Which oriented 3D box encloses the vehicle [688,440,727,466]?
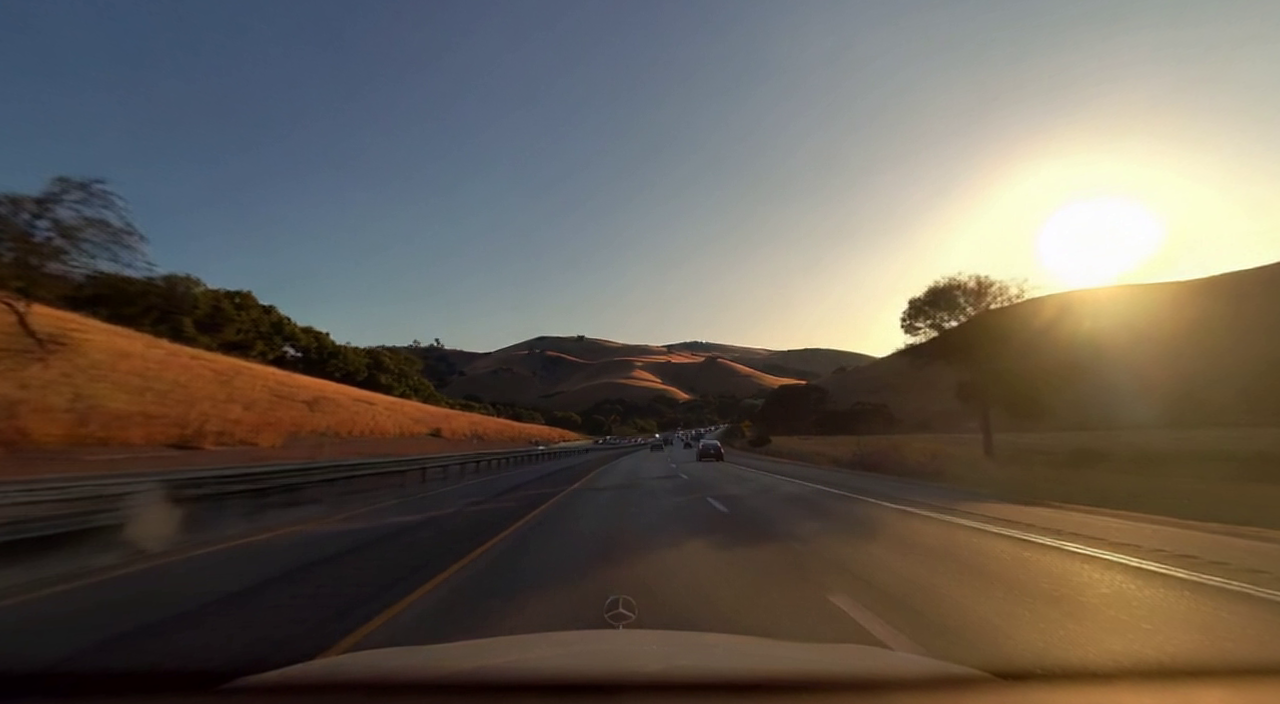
[{"bbox_3d":[4.145,6.238,39.067,1.943,1.490,4.246,0,-8,0],"label":"vehicle"}]
